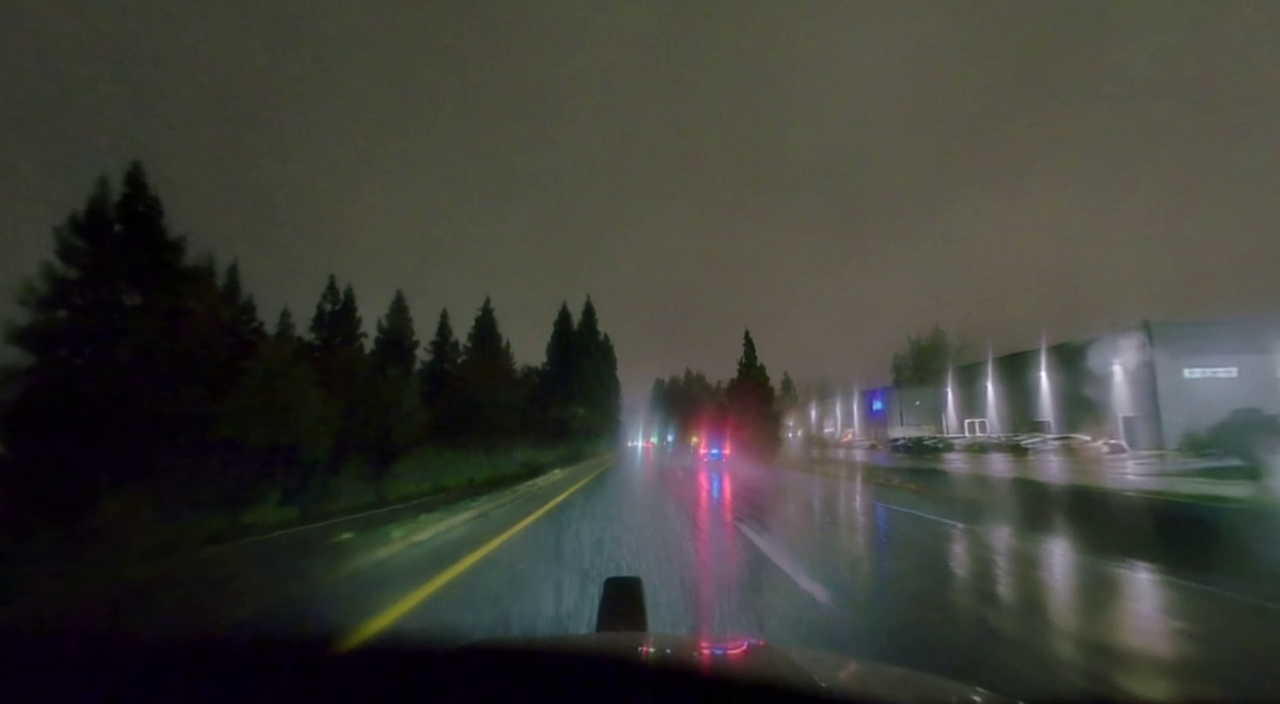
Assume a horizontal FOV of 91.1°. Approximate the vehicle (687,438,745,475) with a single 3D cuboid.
[{"bbox_3d":[3.393,4.763,28.800,2.079,1.531,3.997,0,-8,-1],"label":"vehicle"}]
